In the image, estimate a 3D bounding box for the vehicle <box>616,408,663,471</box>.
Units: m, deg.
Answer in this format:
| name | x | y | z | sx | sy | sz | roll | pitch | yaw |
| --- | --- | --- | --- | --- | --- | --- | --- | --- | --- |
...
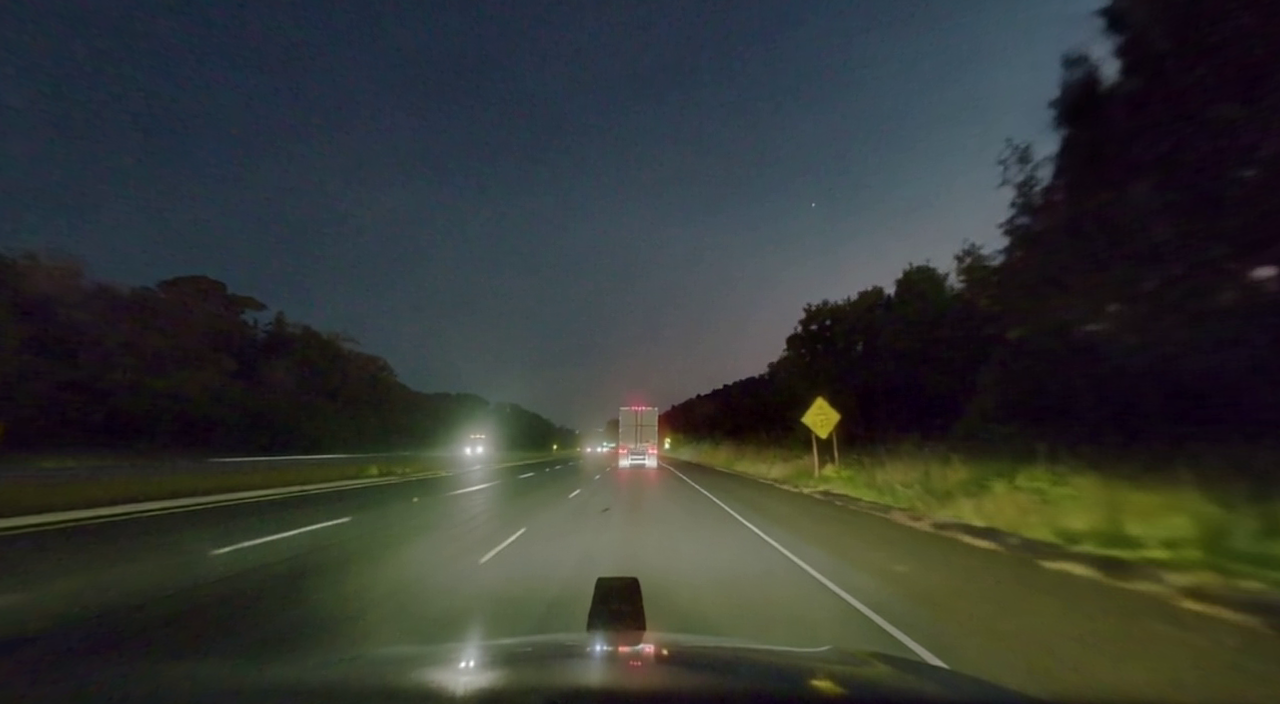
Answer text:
| name | x | y | z | sx | sy | sz | roll | pitch | yaw |
| --- | --- | --- | --- | --- | --- | --- | --- | --- | --- |
| vehicle | -0.083 | 6.423 | 45.700 | 2.982 | 3.947 | 11.075 | 0 | -9 | -1 |
